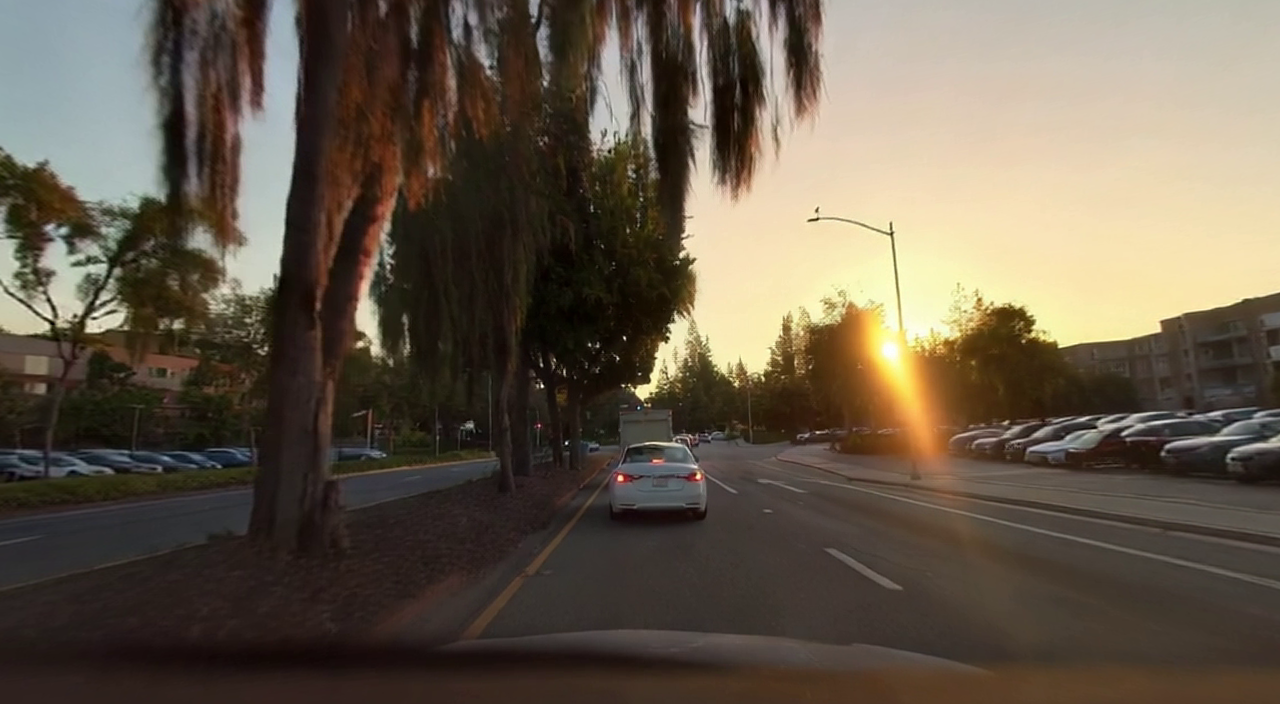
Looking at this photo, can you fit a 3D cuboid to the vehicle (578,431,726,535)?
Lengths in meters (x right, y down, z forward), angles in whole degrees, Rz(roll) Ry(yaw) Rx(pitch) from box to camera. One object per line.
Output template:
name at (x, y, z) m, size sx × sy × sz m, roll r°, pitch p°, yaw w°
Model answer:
vehicle at (0.131, 2.152, 10.959) m, size 2.093 × 1.442 × 3.977 m, roll 0°, pitch -8°, yaw -1°

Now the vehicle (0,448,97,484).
vehicle at (-30.279, 5.723, 31.667) m, size 4.266 × 1.600 × 1.877 m, roll -3°, pitch -8°, yaw -2°

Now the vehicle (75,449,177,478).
vehicle at (-30.049, 6.523, 36.918) m, size 4.342 × 1.621 × 1.967 m, roll -1°, pitch -8°, yaw 4°
